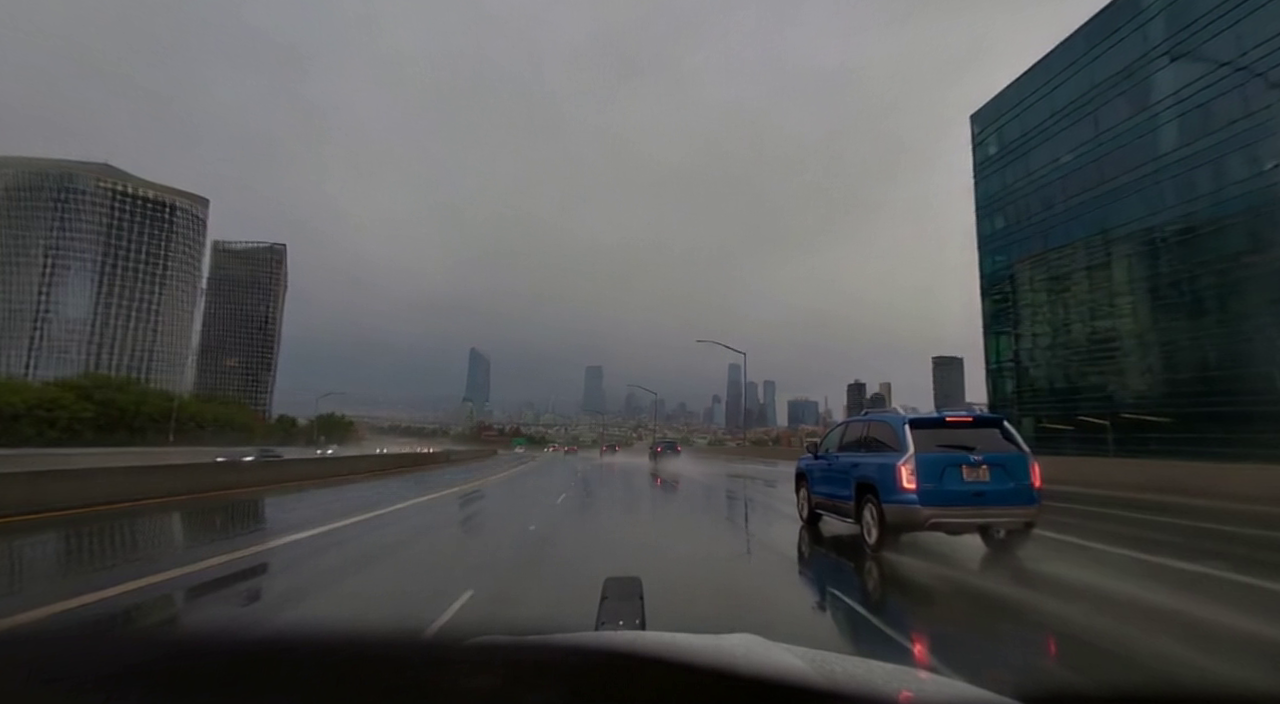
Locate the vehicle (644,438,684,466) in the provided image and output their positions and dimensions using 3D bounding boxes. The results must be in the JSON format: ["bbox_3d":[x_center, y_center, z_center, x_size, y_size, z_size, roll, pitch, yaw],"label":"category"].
[{"bbox_3d":[1.608,6.861,43.586,2.110,1.780,4.682,0,-8,-6],"label":"vehicle"}]

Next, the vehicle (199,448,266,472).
[{"bbox_3d":[-27.130,7.178,42.232,1.829,1.471,4.476,0,-8,-5],"label":"vehicle"}]

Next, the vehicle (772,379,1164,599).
[{"bbox_3d":[3.231,1.457,7.577,2.182,1.826,4.392,0,-8,-2],"label":"vehicle"}]
